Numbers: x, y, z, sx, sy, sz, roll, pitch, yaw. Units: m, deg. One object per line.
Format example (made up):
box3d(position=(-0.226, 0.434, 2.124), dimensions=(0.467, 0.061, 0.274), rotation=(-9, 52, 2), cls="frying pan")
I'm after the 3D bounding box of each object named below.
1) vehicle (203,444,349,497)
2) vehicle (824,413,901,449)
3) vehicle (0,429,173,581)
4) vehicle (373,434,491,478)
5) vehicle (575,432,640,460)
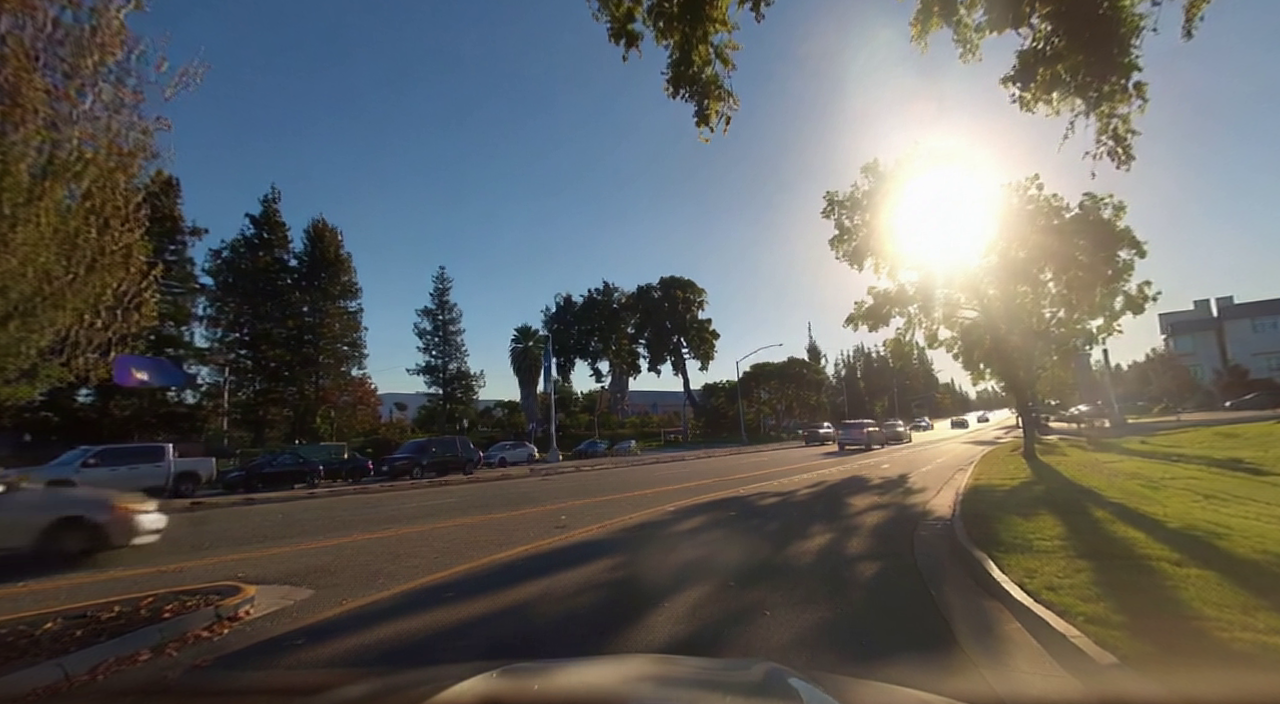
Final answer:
box3d(position=(-13.757, 4.421, 24.110), dimensions=(1.904, 1.719, 4.326), rotation=(-5, -9, 35), cls="vehicle")
box3d(position=(13.606, 4.836, 38.481), dimensions=(2.517, 1.936, 4.748), rotation=(-11, -13, 43), cls="vehicle")
box3d(position=(-7.687, 1.527, 6.230), dimensions=(1.984, 1.482, 4.482), rotation=(-8, -11, 38), cls="vehicle")
box3d(position=(-9.834, 4.903, 30.229), dimensions=(2.134, 1.924, 4.911), rotation=(-6, -10, 39), cls="vehicle")
box3d(position=(-2.032, 6.130, 41.496), dimensions=(1.926, 1.691, 4.646), rotation=(-5, -9, 32), cls="vehicle")
